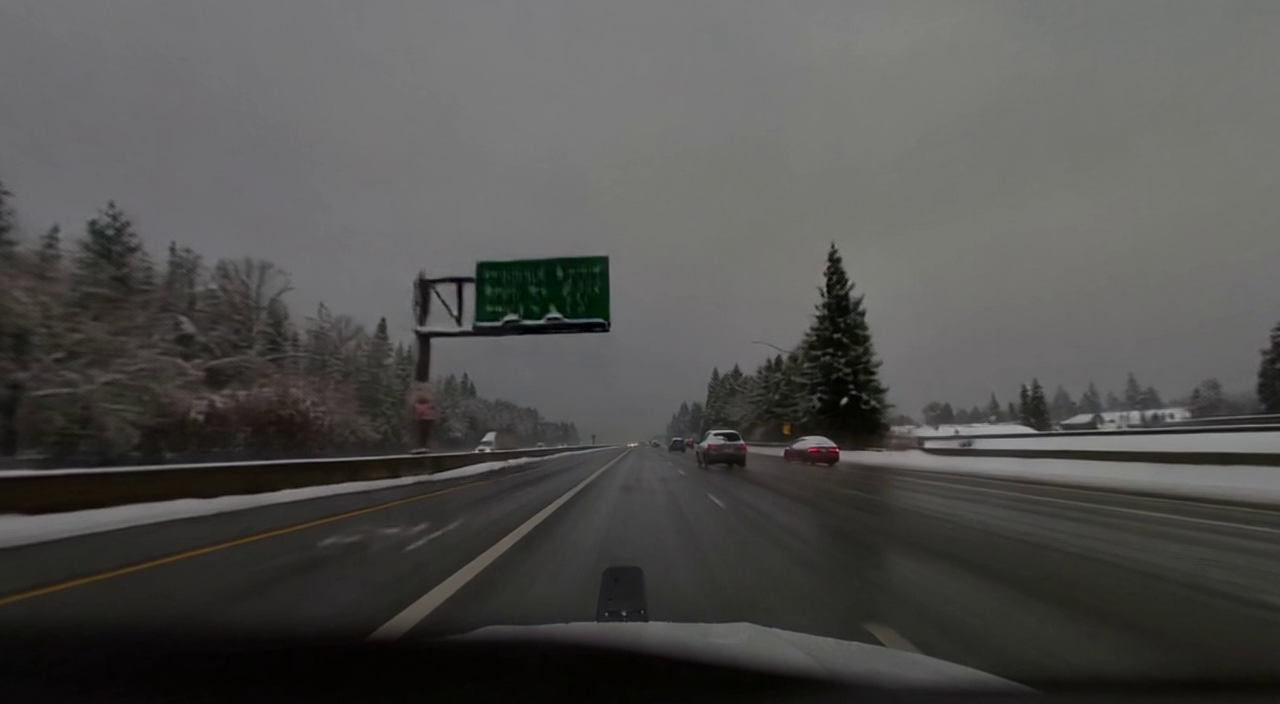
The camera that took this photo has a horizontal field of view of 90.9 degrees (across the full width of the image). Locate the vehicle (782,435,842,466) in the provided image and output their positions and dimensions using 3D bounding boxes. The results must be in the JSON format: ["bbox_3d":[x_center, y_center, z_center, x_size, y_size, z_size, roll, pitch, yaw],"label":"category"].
[{"bbox_3d":[9.910,5.714,36.799,2.045,1.658,4.598,0,-8,-2],"label":"vehicle"}]

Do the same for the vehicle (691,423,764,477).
[{"bbox_3d":[3.495,4.060,26.376,2.218,1.964,5.662,0,-8,0],"label":"vehicle"}]
